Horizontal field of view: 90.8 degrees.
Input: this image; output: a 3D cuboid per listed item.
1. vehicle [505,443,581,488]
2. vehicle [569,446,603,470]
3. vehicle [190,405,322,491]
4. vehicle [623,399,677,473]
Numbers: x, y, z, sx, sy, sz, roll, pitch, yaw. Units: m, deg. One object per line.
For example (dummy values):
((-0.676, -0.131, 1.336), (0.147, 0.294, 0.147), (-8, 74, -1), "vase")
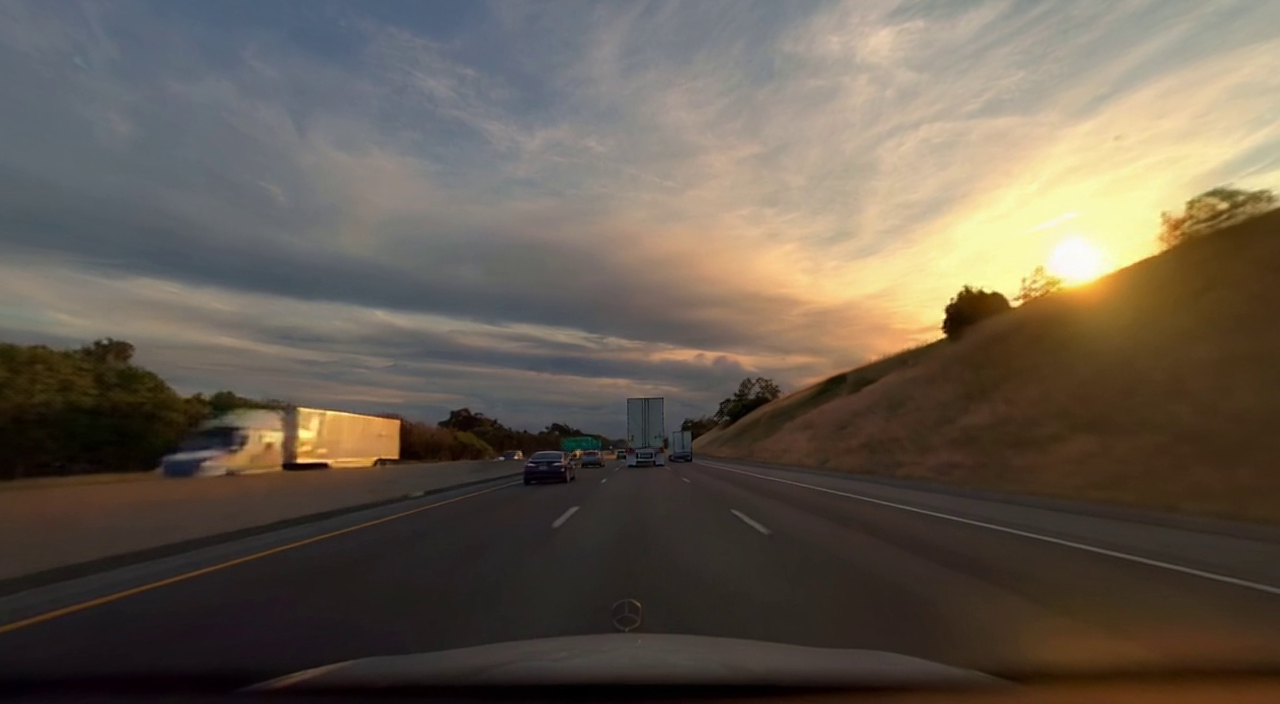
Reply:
((-3.460, 4.170, 23.479), (2.053, 1.489, 4.740), (0, -9, 0), "vehicle")
((-3.683, 7.315, 43.712), (2.051, 1.537, 4.111), (0, -9, -1), "vehicle")
((-19.528, 4.969, 32.628), (3.021, 3.994, 5.894), (0, -9, -1), "vehicle")
((0.521, 5.437, 40.193), (2.919, 4.048, 11.010), (0, -9, 0), "vehicle")
